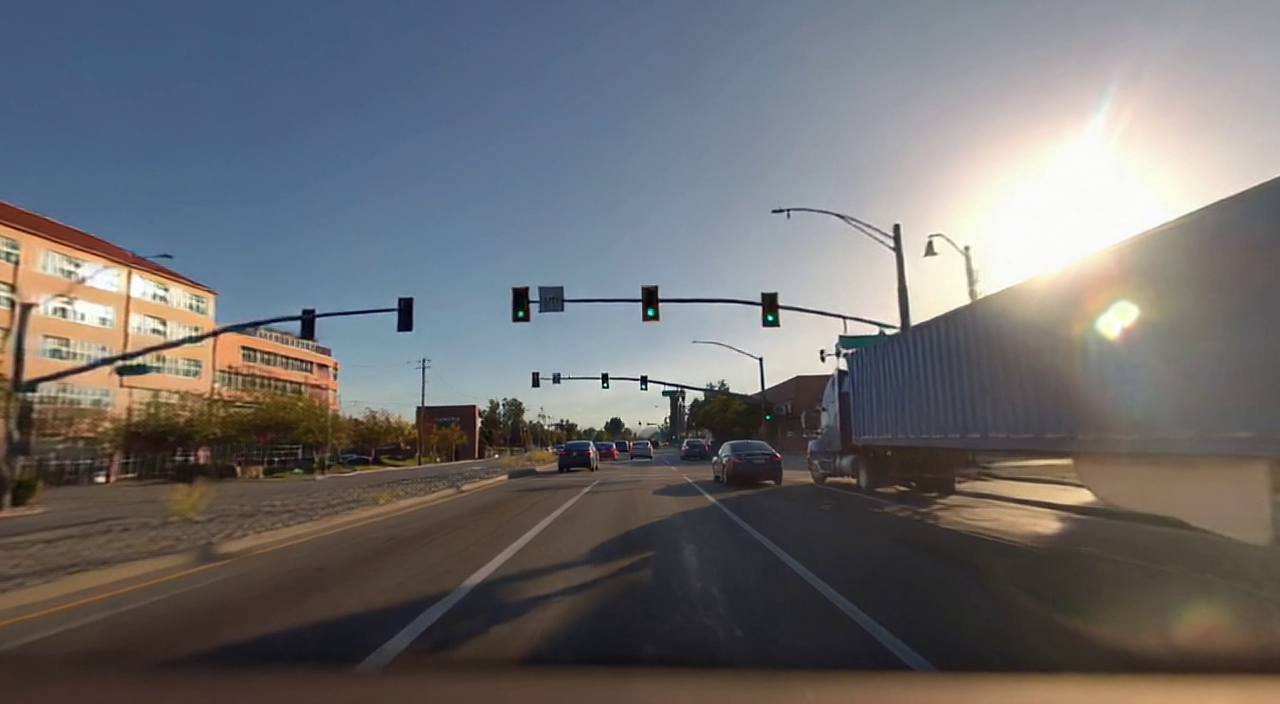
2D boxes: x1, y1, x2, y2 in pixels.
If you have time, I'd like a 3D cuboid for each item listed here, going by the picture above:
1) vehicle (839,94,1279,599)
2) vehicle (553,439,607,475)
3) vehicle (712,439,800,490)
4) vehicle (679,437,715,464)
[{"bbox_3d":[7.184,0.421,8.596,3.383,4.268,17.469,0,-8,0],"label":"vehicle"},{"bbox_3d":[-2.685,4.817,29.264,2.003,1.509,4.396,0,-8,1],"label":"vehicle"},{"bbox_3d":[3.595,3.548,20.333,1.972,1.452,4.189,0,-8,-1],"label":"vehicle"},{"bbox_3d":[3.759,6.600,42.243,2.050,1.683,3.990,0,-8,0],"label":"vehicle"}]
